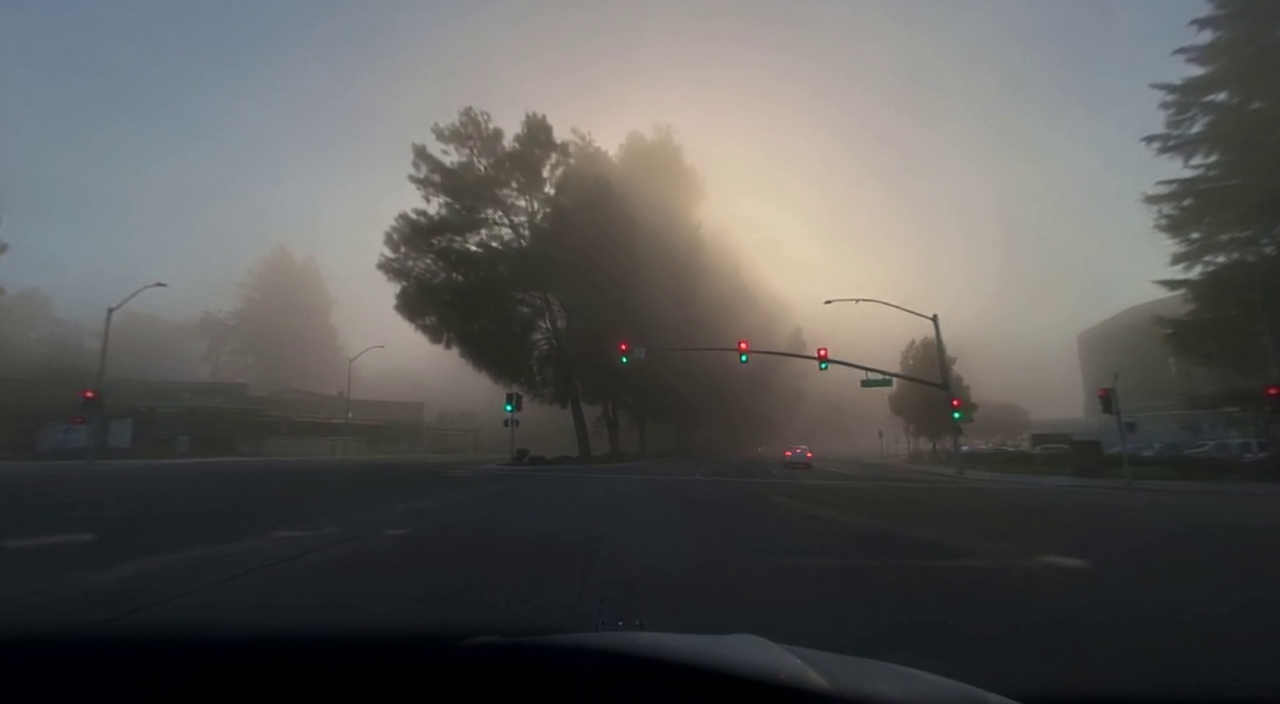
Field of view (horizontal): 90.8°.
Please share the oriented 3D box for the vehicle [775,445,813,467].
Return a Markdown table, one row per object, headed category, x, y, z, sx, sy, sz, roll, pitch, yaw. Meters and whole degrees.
| category | x | y | z | sx | sy | sz | roll | pitch | yaw |
| --- | --- | --- | --- | --- | --- | --- | --- | --- | --- |
| vehicle | 10.392 | 7.031 | 42.868 | 1.988 | 1.460 | 3.996 | -1 | -9 | 7 |
